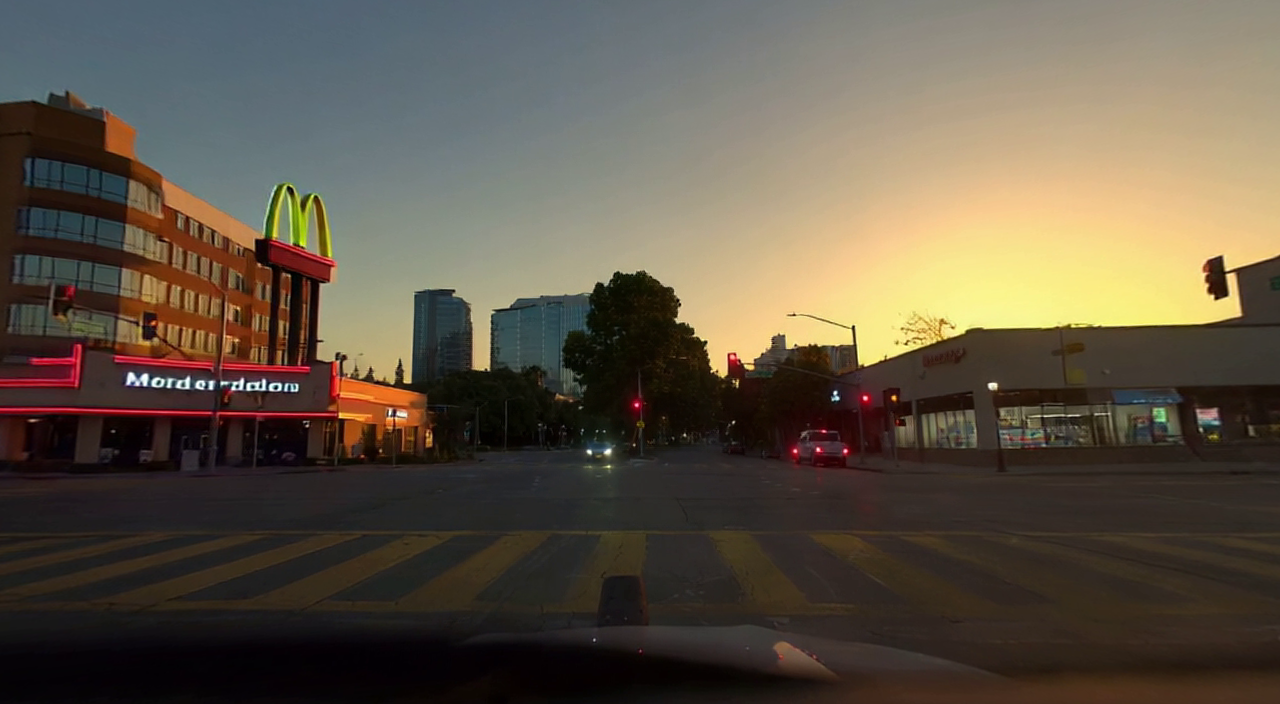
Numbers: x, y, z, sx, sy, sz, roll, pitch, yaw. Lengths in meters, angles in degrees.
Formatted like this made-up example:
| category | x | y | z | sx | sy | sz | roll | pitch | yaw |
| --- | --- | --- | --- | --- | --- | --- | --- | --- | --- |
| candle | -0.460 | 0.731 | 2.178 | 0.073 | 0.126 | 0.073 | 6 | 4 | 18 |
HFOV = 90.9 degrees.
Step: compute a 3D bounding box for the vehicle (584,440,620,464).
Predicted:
| category | x | y | z | sx | sy | sz | roll | pitch | yaw |
| --- | --- | --- | --- | --- | --- | --- | --- | --- | --- |
| vehicle | -2.496 | 6.646 | 42.030 | 2.104 | 1.468 | 4.195 | 0 | -8 | 1 |
